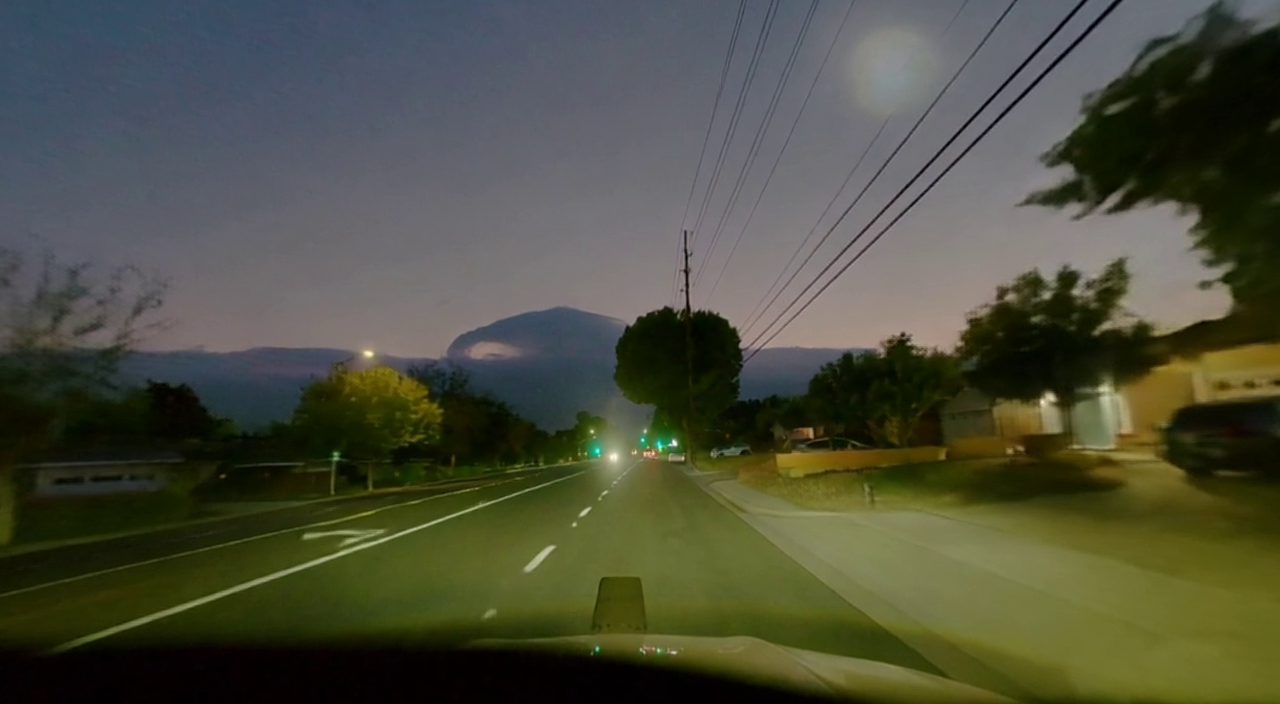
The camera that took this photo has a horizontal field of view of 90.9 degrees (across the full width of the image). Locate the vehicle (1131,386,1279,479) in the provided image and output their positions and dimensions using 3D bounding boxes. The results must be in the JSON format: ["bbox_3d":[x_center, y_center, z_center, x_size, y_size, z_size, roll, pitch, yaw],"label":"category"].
[{"bbox_3d":[11.427,1.407,11.096,3.992,1.486,1.727,-1,-9,1],"label":"vehicle"}]
